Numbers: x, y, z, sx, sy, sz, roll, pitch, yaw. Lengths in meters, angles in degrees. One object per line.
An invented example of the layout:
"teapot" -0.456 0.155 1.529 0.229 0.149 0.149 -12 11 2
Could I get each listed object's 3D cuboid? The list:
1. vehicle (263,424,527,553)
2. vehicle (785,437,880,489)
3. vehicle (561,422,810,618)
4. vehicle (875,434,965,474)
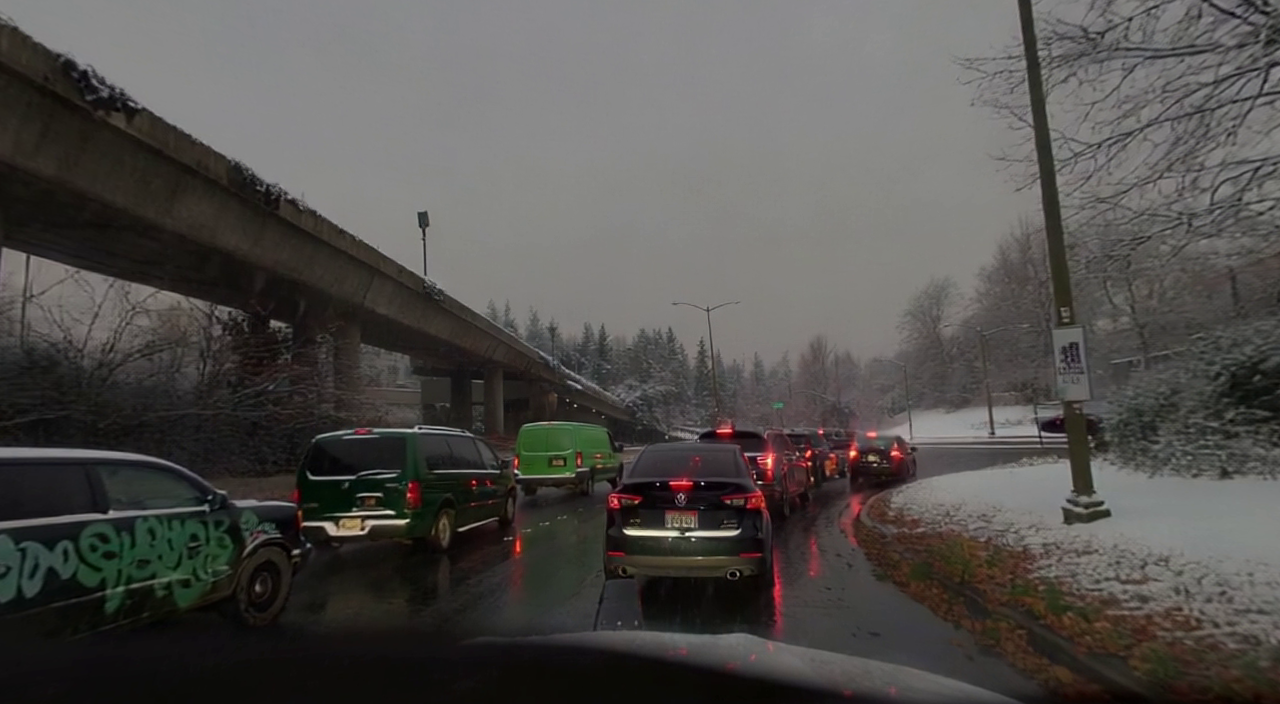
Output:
"vehicle" -3.437 2.001 9.827 1.921 1.554 4.081 -2 -9 11
"vehicle" 6.132 3.439 19.683 1.780 1.446 3.902 -6 -11 32
"vehicle" 0.785 1.638 7.003 2.064 1.515 3.722 -3 -9 14
"vehicle" 11.564 4.168 25.777 3.934 1.485 1.763 7 -12 -40
